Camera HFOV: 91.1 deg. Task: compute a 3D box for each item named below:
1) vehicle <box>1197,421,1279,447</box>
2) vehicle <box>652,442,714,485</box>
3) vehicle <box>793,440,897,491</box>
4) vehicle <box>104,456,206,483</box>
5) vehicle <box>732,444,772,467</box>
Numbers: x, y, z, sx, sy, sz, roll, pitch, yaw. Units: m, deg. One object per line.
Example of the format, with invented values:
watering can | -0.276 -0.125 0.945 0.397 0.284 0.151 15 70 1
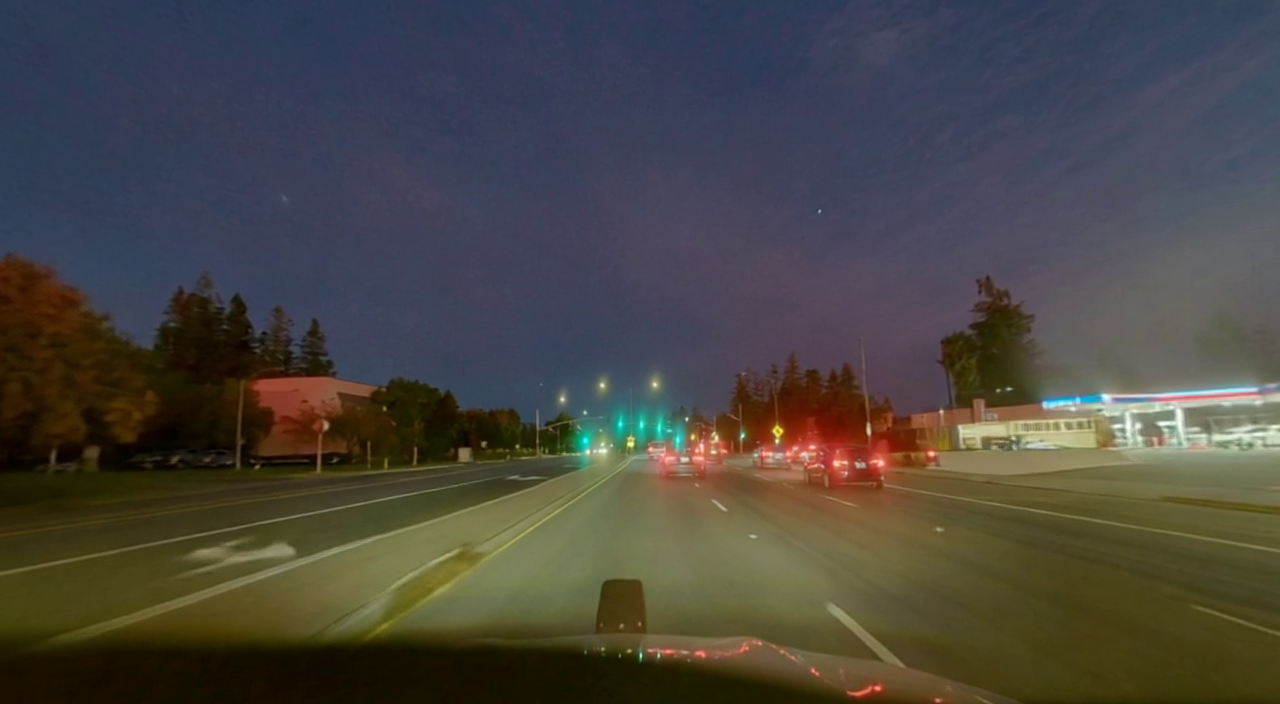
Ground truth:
vehicle | 46.352 6.359 48.396 2.078 1.893 5.228 0 -8 1
vehicle | 1.550 4.255 24.337 1.971 1.479 4.493 0 -8 -2
vehicle | 6.614 3.702 20.813 1.918 1.484 4.456 0 -8 0
vehicle | -29.054 7.001 37.655 4.510 1.504 2.005 -1 -8 3
vehicle | 7.555 7.025 42.723 1.930 1.479 4.477 0 -8 1
